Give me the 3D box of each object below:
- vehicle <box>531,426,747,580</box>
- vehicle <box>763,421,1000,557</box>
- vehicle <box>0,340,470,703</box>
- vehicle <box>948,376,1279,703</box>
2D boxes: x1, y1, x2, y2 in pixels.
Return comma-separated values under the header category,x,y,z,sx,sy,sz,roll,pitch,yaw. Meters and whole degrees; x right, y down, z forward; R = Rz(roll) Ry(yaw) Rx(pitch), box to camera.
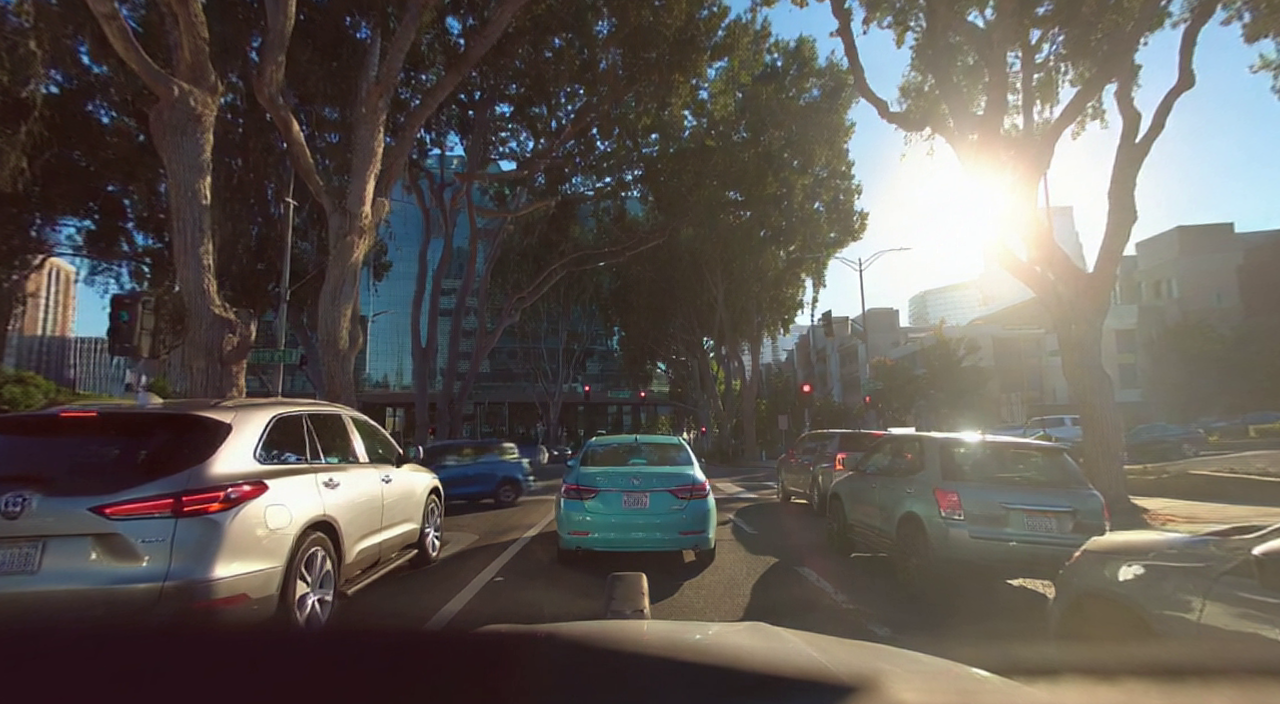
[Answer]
category,x,y,z,sx,sy,sz,roll,pitch,yaw
vehicle,-0.037,1.802,8.318,2.147,1.507,3.953,0,-8,-1
vehicle,3.413,2.019,10.023,2.040,1.647,4.379,0,-9,0
vehicle,-3.143,1.163,5.059,2.168,1.750,4.625,-1,-9,1
vehicle,3.329,0.961,2.831,1.899,1.588,3.888,0,-9,0
